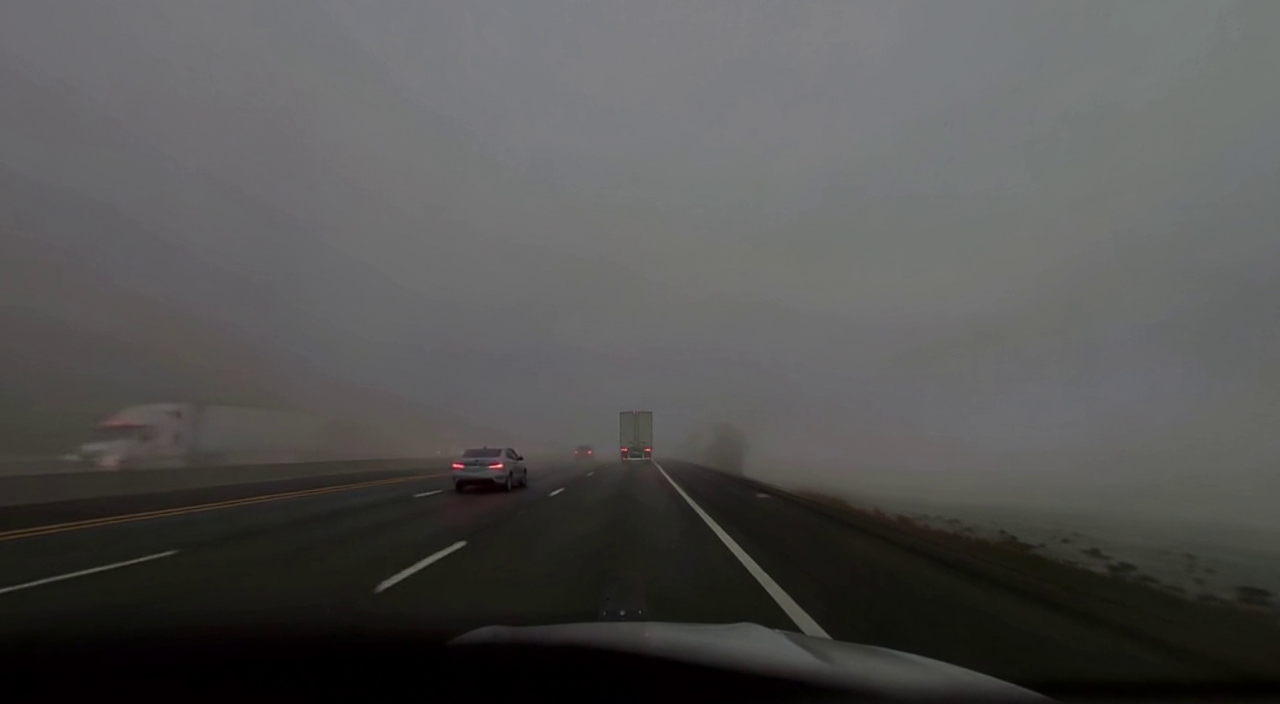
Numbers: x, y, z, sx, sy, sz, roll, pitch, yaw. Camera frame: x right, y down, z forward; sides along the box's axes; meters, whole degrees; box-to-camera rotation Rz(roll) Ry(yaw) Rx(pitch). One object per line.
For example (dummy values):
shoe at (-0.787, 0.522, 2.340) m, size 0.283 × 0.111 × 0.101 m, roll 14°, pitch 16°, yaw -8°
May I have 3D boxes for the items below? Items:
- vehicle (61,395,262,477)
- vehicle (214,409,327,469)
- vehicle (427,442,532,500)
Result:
vehicle at (-25.804, 4.791, 35.125) m, size 2.928 × 3.848 × 10.370 m, roll 0°, pitch -9°, yaw 0°
vehicle at (-25.688, 6.225, 44.541) m, size 2.893 × 3.815 × 8.134 m, roll 0°, pitch -9°, yaw 0°
vehicle at (-4.617, 3.488, 18.769) m, size 2.024 × 1.515 × 3.907 m, roll 0°, pitch -9°, yaw 1°
